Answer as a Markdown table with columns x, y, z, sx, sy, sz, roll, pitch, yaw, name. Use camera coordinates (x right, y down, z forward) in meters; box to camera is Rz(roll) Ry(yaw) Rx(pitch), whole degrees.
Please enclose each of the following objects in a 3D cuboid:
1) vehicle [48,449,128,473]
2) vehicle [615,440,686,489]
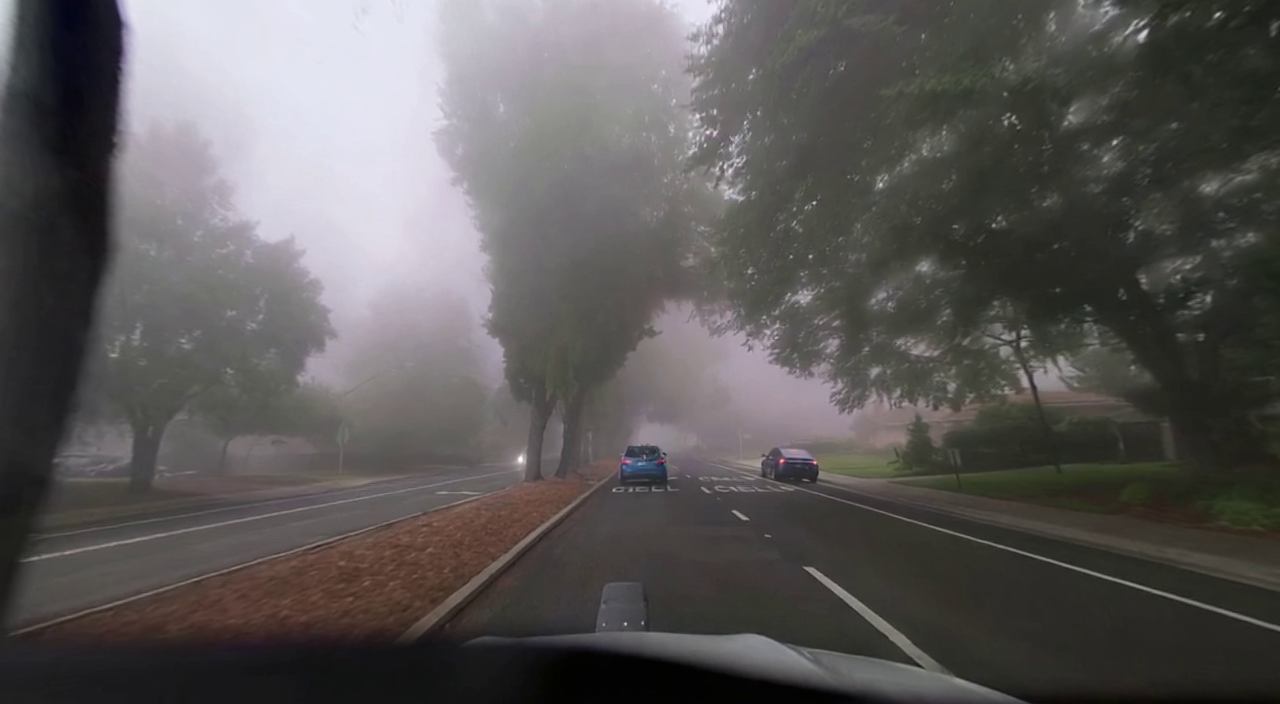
| x | y | z | sx | sy | sz | roll | pitch | yaw | name |
| --- | --- | --- | --- | --- | --- | --- | --- | --- | --- |
| -39.054 | 7.687 | 44.699 | 1.858 | 1.621 | 3.767 | -2 | -9 | 12 | vehicle |
| 0.326 | 3.821 | 21.854 | 2.158 | 1.469 | 4.909 | 0 | -9 | 0 | vehicle |
